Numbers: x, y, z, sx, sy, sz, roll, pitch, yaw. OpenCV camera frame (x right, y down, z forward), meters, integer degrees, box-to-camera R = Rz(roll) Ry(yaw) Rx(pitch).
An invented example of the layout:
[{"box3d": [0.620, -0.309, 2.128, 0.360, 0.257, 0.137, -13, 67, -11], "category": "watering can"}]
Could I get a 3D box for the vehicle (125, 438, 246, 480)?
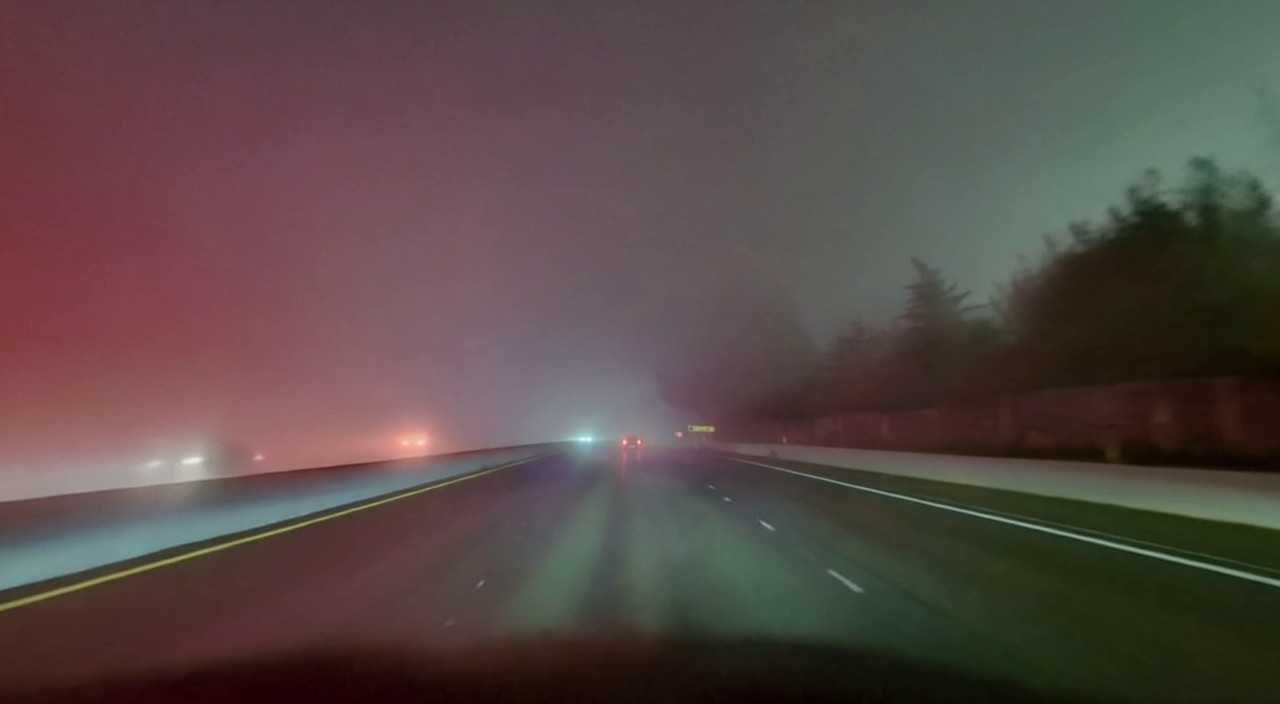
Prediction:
[{"box3d": [-17.105, 4.002, 23.968, 1.832, 1.438, 3.798, 0, -8, -2], "category": "vehicle"}]
